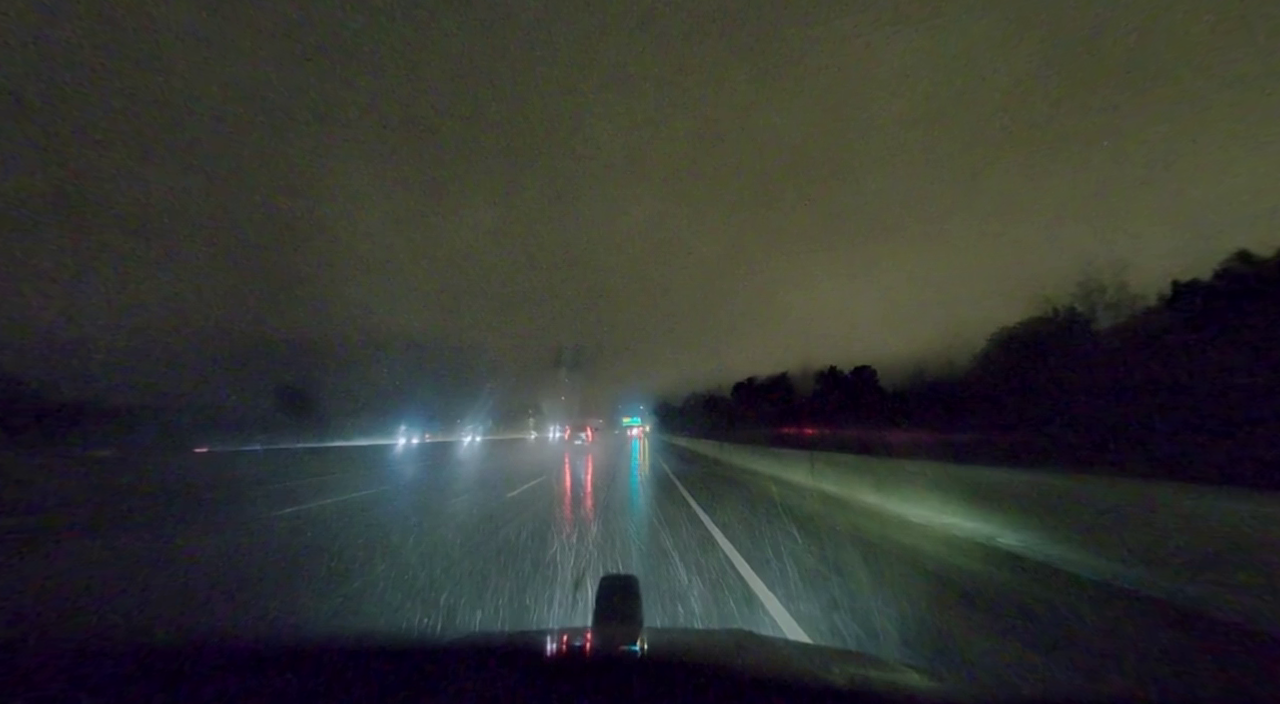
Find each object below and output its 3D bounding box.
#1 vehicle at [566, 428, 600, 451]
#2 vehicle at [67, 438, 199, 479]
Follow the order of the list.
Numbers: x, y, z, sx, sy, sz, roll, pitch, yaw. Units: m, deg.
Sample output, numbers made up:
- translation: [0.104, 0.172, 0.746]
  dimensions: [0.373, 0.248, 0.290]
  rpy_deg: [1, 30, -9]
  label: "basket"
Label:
- translation: [-4.325, 6.663, 48.100]
  dimensions: [2.152, 1.679, 4.442]
  rpy_deg: [0, -8, 0]
  label: "vehicle"
- translation: [-20.159, 4.219, 25.245]
  dimensions: [1.805, 1.474, 4.175]
  rpy_deg: [0, -8, 0]
  label: "vehicle"
